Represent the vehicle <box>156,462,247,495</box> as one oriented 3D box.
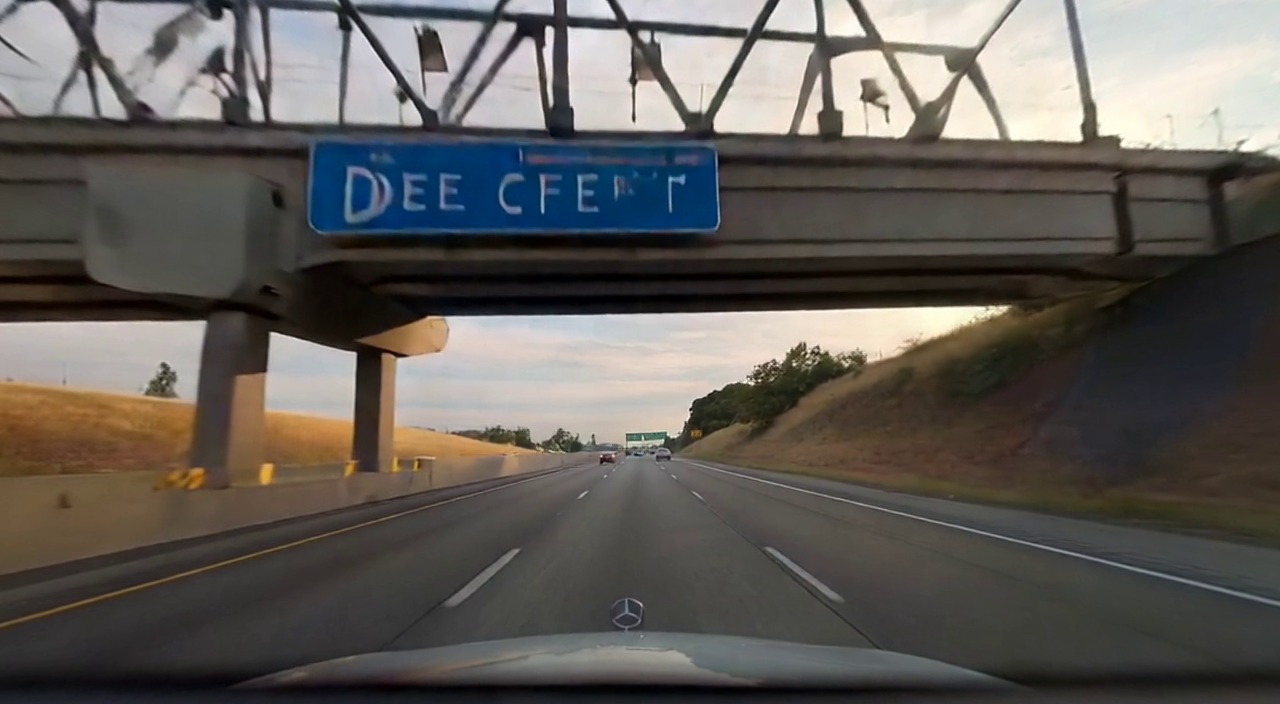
[{"bbox_3d":[-22.285,6.409,32.252,1.769,1.453,3.954,0,-9,1],"label":"vehicle"}]
